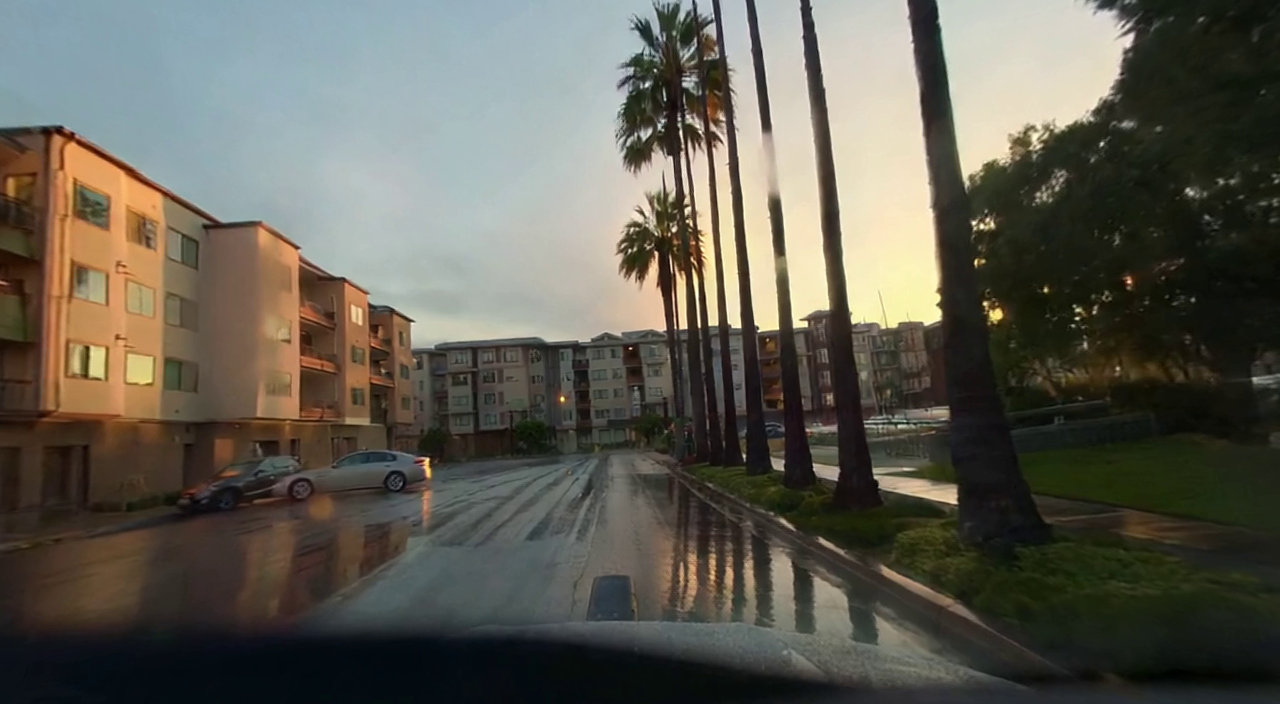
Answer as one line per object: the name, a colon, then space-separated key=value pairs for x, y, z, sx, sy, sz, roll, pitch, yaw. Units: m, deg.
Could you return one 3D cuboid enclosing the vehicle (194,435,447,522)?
vehicle: x=-7.143 y=2.836 z=14.571 sx=4.803 sy=1.520 sz=1.894 roll=-3 pitch=-7 yaw=-5
